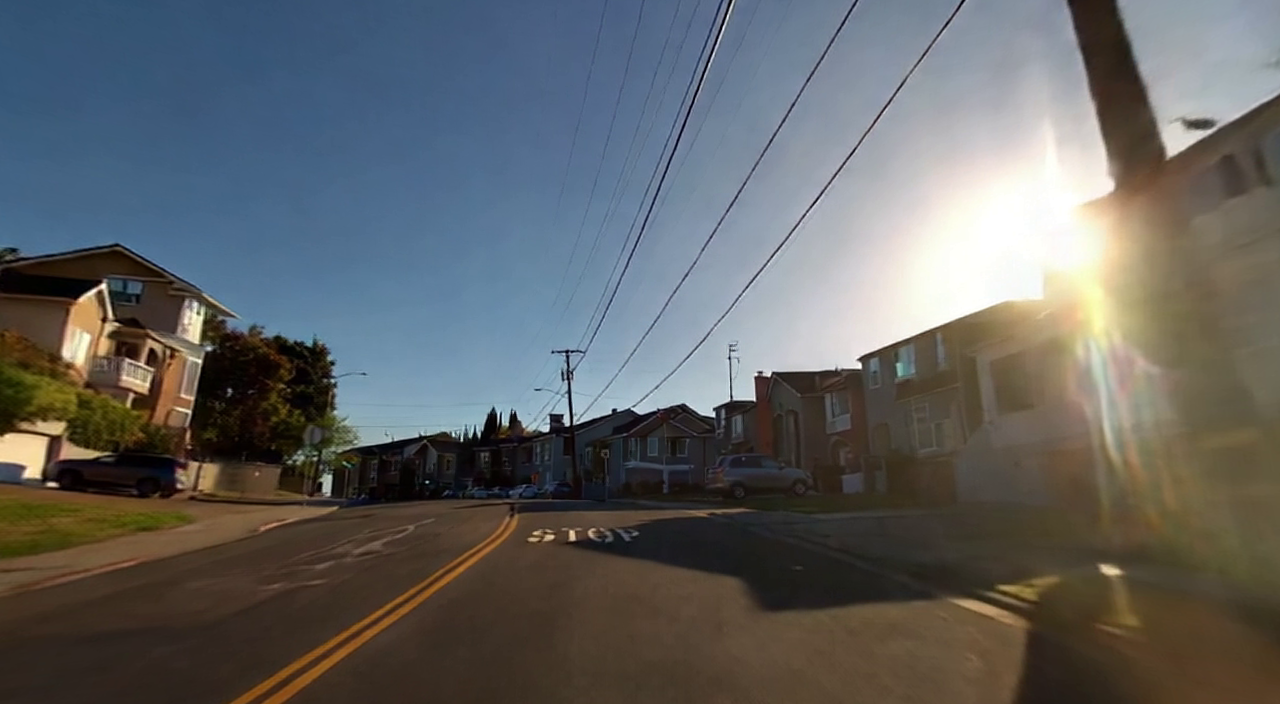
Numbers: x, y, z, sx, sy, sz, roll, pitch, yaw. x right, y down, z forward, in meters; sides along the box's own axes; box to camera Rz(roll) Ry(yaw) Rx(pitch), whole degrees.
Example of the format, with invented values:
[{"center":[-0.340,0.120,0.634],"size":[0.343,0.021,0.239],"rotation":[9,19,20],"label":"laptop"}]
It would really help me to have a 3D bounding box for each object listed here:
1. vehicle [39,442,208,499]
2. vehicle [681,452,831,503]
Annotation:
[{"center":[-21.165,4.984,26.268],"size":[4.942,1.912,2.121],"rotation":[6,-21,-28],"label":"vehicle"},{"center":[4.698,5.128,25.966],"size":[5.578,1.842,2.300],"rotation":[4,-10,-12],"label":"vehicle"}]
